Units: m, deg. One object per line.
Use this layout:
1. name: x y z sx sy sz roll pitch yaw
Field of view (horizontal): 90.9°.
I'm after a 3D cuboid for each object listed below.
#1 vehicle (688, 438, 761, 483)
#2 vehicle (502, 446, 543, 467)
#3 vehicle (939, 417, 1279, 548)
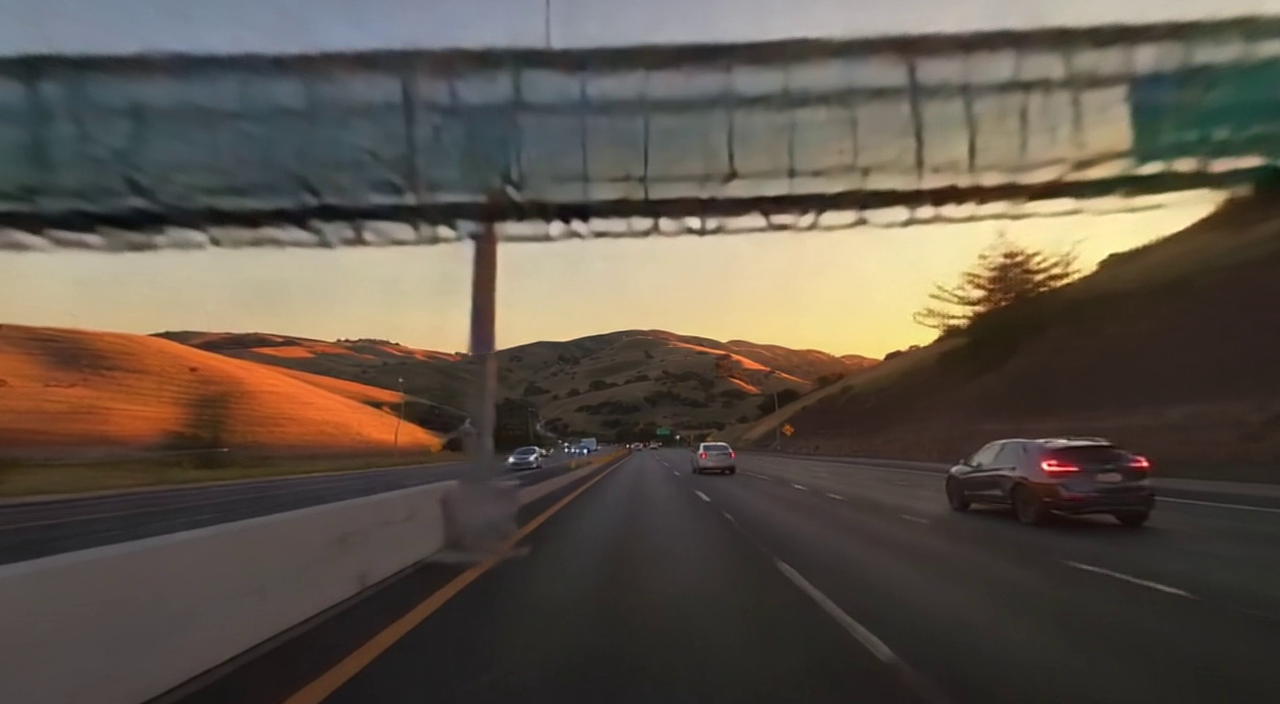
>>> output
1. vehicle: 2.927 3.863 22.804 2.044 1.444 4.216 0 -8 0
2. vehicle: -8.835 7.870 47.851 2.208 1.447 4.764 -1 -8 1
3. vehicle: 6.864 1.892 9.901 1.988 1.530 4.777 0 -8 0
